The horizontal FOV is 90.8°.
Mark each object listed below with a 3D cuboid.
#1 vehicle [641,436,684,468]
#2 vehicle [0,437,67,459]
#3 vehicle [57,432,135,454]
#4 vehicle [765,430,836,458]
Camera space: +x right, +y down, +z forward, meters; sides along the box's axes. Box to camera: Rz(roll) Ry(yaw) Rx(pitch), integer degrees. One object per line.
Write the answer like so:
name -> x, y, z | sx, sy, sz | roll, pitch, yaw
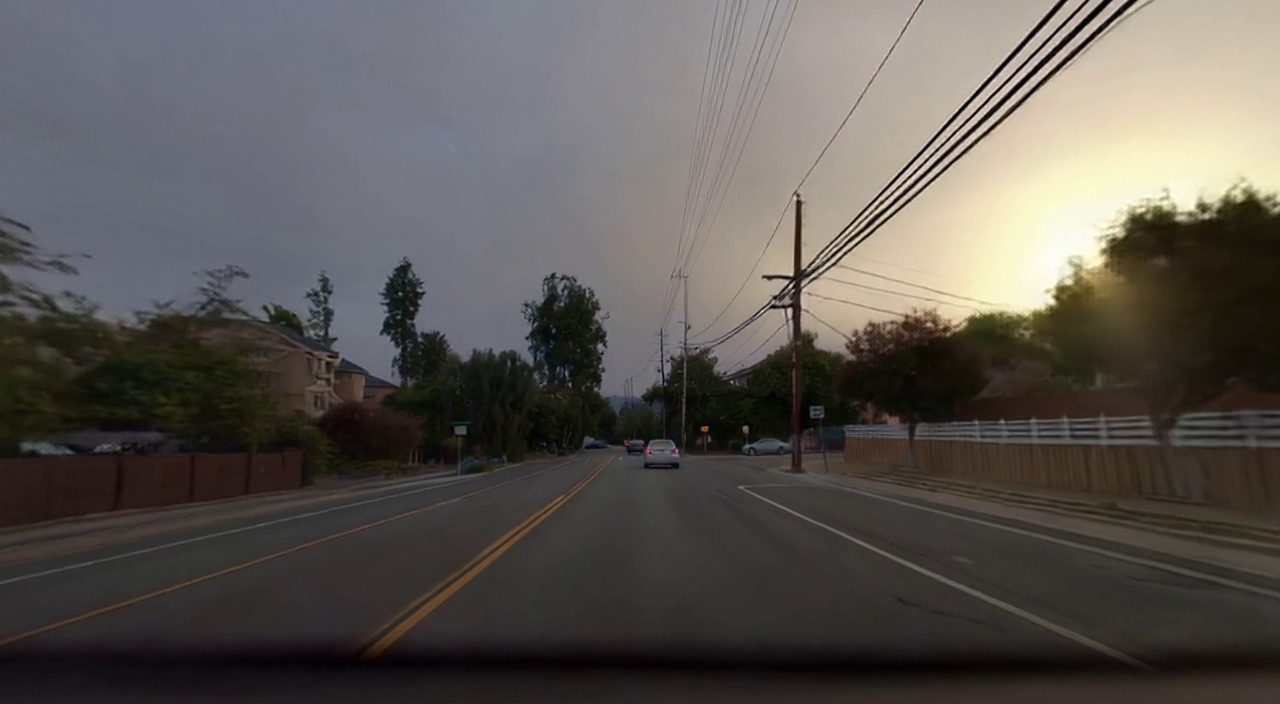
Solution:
vehicle -> 1.053, 4.982, 31.531 | 1.975, 1.497, 3.647 | 0, -8, 0
vehicle -> -40.481, 6.320, 41.596 | 3.825, 1.441, 1.672 | 0, -9, 0
vehicle -> -40.473, 6.744, 47.050 | 4.127, 1.528, 1.708 | -1, -8, 0
vehicle -> 12.129, 6.928, 47.682 | 4.635, 2.026, 2.258 | 3, -9, -18
